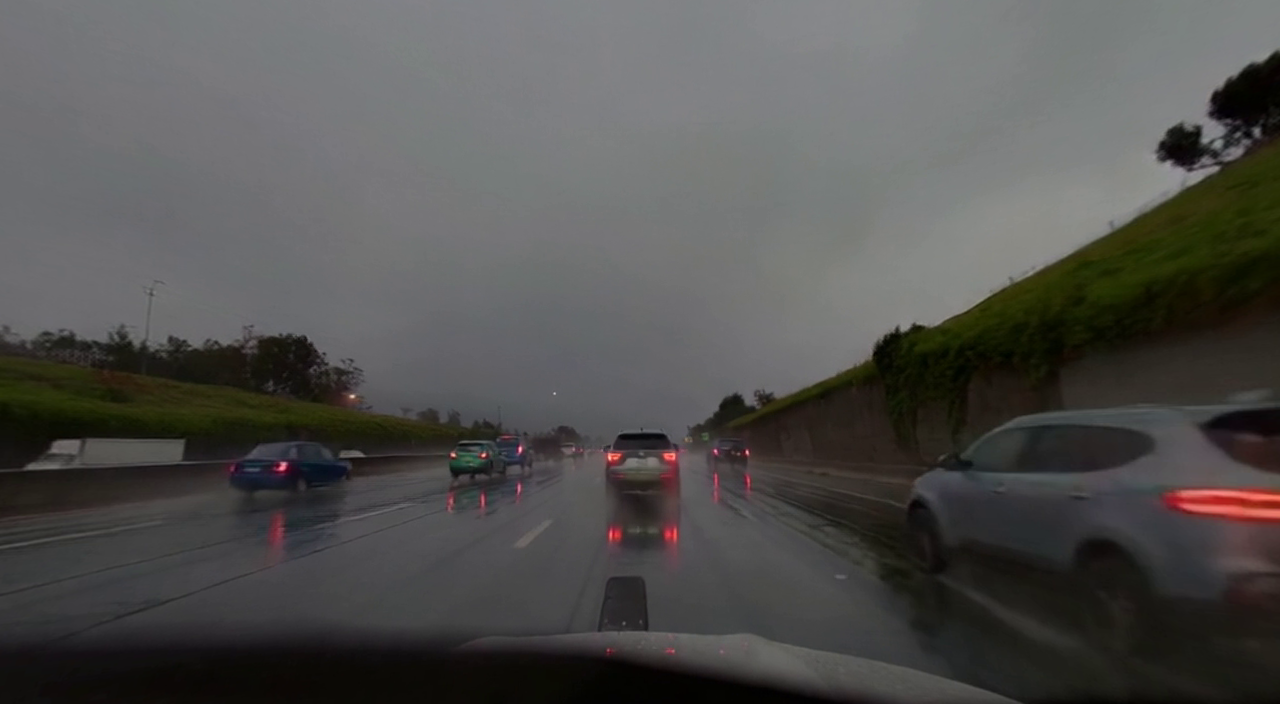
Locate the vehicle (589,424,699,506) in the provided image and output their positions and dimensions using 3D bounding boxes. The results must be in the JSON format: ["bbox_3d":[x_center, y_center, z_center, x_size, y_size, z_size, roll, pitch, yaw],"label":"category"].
[{"bbox_3d":[0.094,2.849,16.294,2.447,1.804,4.273,0,-9,0],"label":"vehicle"}]

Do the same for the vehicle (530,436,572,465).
[{"bbox_3d":[-6.441,7.194,46.227,2.294,1.982,5.040,0,-9,1],"label":"vehicle"}]

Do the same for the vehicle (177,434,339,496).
[{"bbox_3d":[-11.452,3.413,19.402,1.999,1.643,4.717,0,-9,0],"label":"vehicle"}]

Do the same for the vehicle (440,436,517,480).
[{"bbox_3d":[-6.765,4.498,26.975,2.024,1.706,4.462,0,-9,1],"label":"vehicle"}]

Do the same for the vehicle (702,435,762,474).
[{"bbox_3d":[4.652,5.294,32.797,2.204,1.852,5.845,0,-9,0],"label":"vehicle"}]

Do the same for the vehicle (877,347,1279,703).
[{"bbox_3d":[3.904,1.174,5.198,2.092,1.723,4.629,0,-9,0],"label":"vehicle"}]

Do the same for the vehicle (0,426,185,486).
[{"bbox_3d":[-31.966,5.951,36.553,2.962,2.915,11.161,0,-9,0],"label":"vehicle"}]
